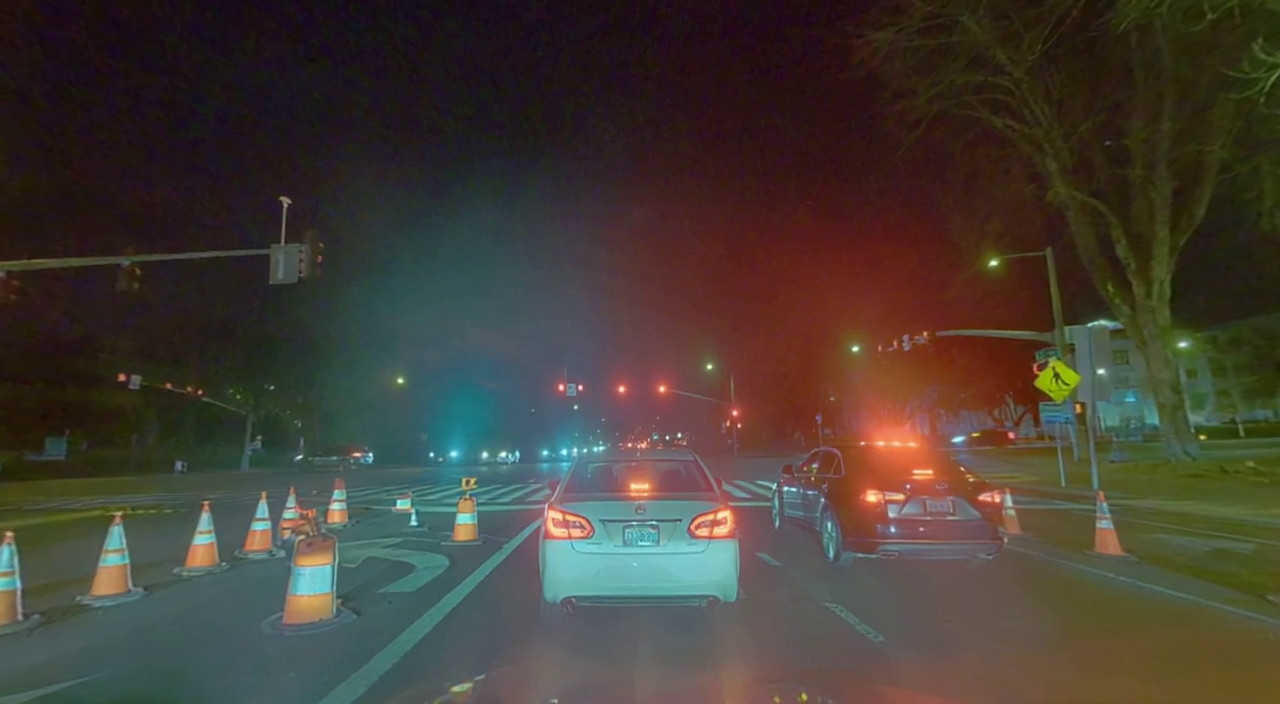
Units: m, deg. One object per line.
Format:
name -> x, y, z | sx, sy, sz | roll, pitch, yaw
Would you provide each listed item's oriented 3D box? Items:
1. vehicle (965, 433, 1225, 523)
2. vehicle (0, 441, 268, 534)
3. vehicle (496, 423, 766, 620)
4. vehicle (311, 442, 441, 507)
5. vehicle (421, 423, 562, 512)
vehicle -> 9.334, 2.587, 13.589 | 1.957, 1.576, 4.670 | 0, -9, -3
vehicle -> -9.807, 2.572, 12.656 | 1.858, 1.494, 4.578 | 0, -8, 0
vehicle -> -0.124, 1.627, 7.068 | 2.061, 1.486, 4.332 | 0, -8, -2
vehicle -> -6.556, 3.043, 16.056 | 1.825, 1.460, 3.365 | 0, -9, 0
vehicle -> -3.323, 2.701, 15.212 | 2.096, 1.789, 4.719 | 0, -8, 2
